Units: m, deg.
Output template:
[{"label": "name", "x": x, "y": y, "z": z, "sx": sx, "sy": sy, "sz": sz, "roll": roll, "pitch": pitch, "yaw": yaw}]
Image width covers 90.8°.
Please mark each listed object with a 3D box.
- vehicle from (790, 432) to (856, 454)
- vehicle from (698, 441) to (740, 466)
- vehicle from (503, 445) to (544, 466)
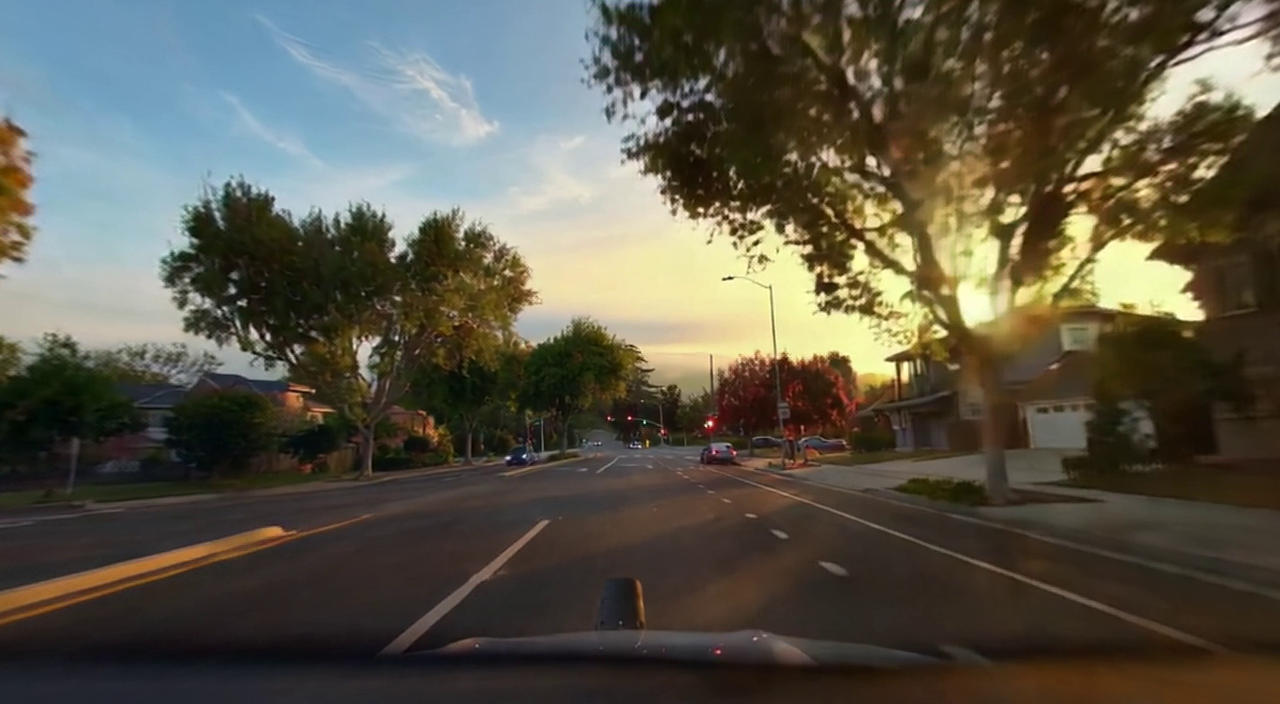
[{"label": "vehicle", "x": 13.148, "y": 6.567, "z": 45.597, "sx": 4.164, "sy": 1.470, "sz": 1.921, "roll": 0, "pitch": -6, "yaw": 2}, {"label": "vehicle", "x": 4.899, "y": 6.351, "z": 39.744, "sx": 1.917, "sy": 1.440, "sz": 4.335, "roll": 0, "pitch": -8, "yaw": -2}, {"label": "vehicle", "x": -9.037, "y": 8.037, "z": 49.282, "sx": 2.067, "sy": 1.491, "sz": 4.807, "roll": -1, "pitch": -8, "yaw": 3}]
